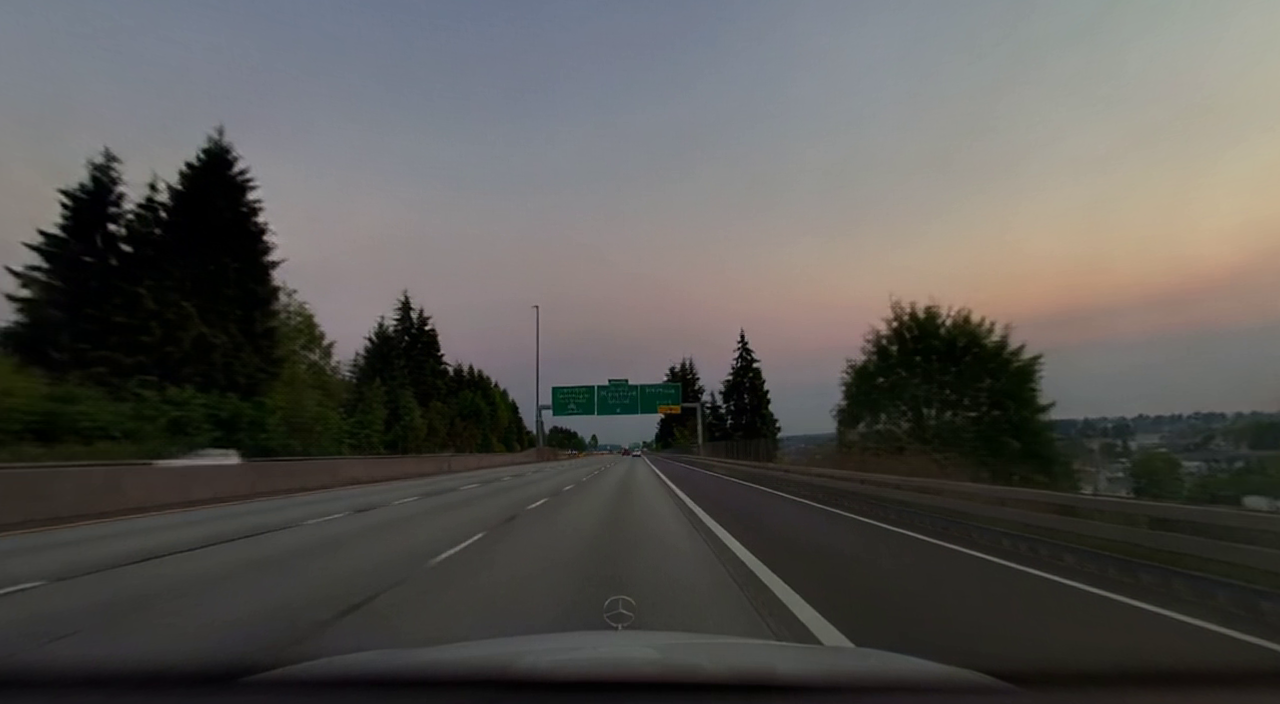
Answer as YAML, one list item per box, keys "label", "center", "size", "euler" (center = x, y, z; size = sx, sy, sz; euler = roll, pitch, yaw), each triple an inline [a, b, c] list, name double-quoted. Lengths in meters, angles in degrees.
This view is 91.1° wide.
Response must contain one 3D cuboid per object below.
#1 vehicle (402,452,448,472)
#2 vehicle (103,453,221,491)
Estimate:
- label: "vehicle"
  center: [-16.684, 8.532, 48.977]
  size: [1.997, 1.467, 4.524]
  euler: [-1, -9, 0]
- label: "vehicle"
  center: [-20.042, 5.003, 26.589]
  size: [1.860, 1.451, 4.015]
  euler: [0, -9, -1]
